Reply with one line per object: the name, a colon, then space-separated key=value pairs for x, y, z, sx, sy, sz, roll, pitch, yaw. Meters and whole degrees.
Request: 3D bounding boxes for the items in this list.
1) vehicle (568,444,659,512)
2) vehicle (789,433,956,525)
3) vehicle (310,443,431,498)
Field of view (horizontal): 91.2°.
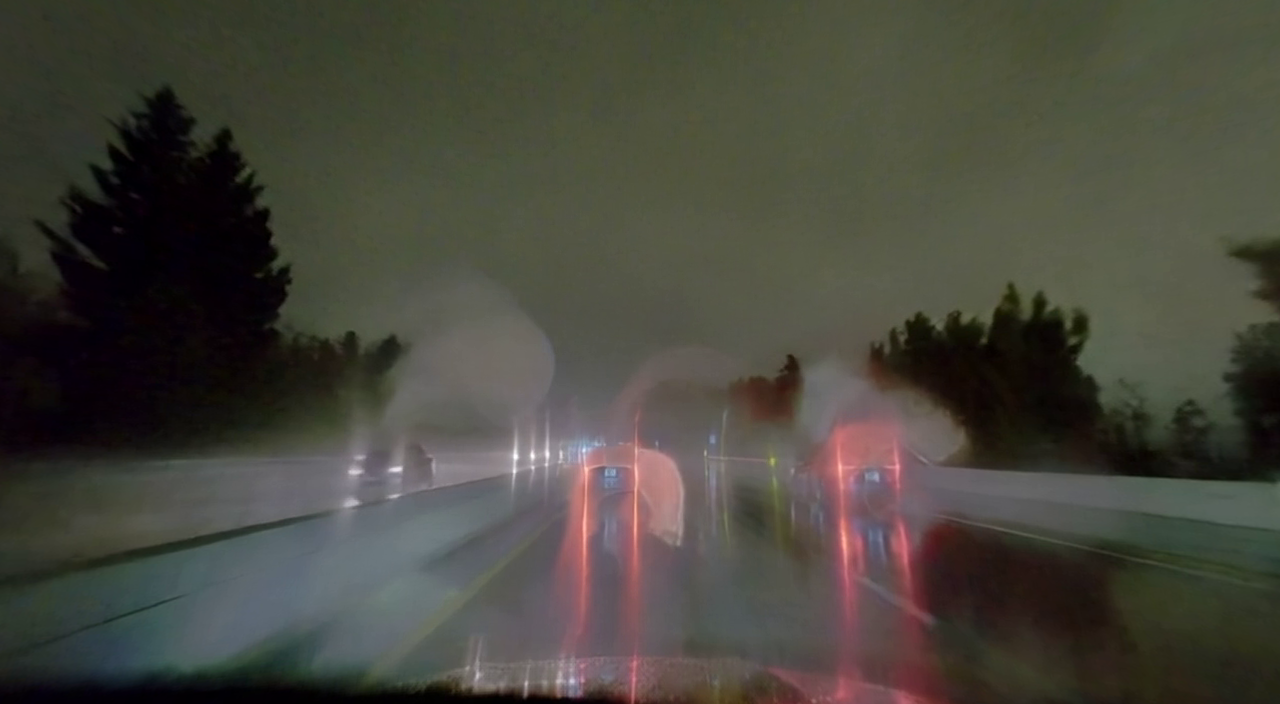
vehicle: x=-0.602 y=3.118 z=16.026 sx=2.013 sy=1.479 sz=4.169 roll=0 pitch=-9 yaw=0
vehicle: x=4.461 y=2.491 z=12.718 sx=1.910 sy=1.554 sz=3.718 roll=0 pitch=-9 yaw=-1
vehicle: x=-8.423 y=3.717 z=20.075 sx=1.883 sy=1.531 sz=4.526 roll=0 pitch=-9 yaw=0
